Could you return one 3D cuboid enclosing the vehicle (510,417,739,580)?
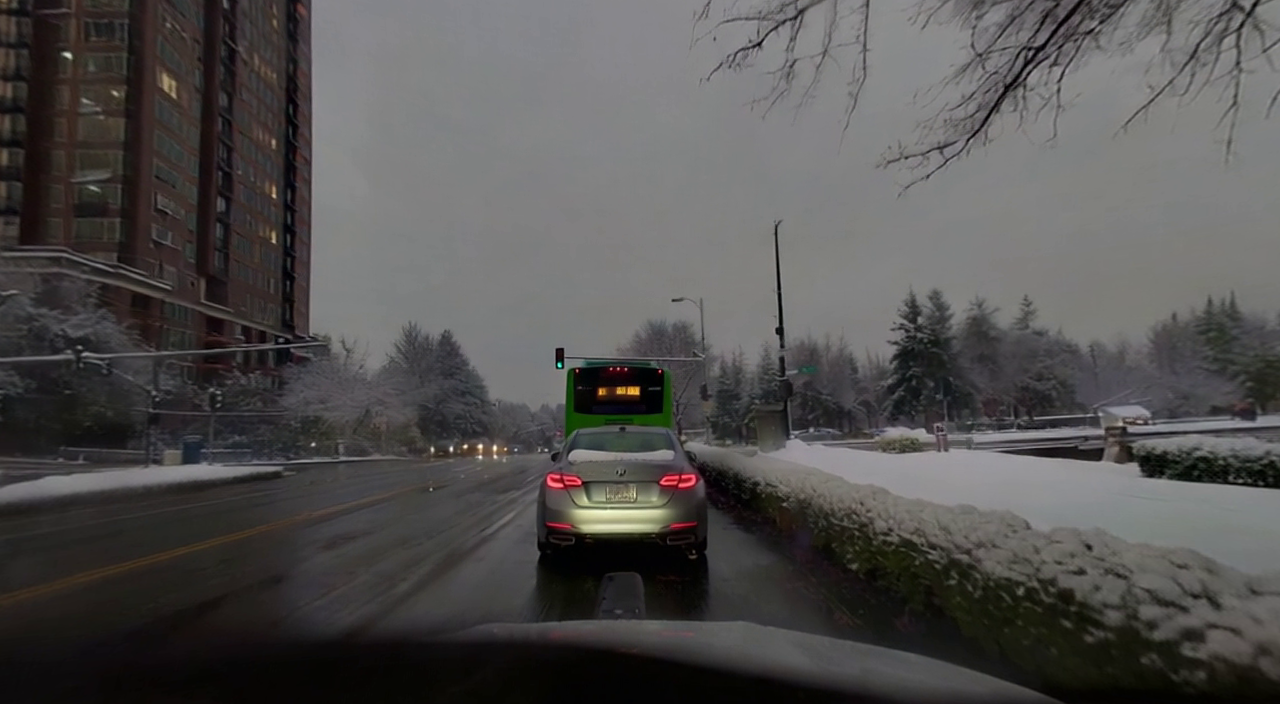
[{"bbox_3d":[-0.196,1.587,7.707,2.064,1.452,3.942,0,-8,-2],"label":"vehicle"}]
